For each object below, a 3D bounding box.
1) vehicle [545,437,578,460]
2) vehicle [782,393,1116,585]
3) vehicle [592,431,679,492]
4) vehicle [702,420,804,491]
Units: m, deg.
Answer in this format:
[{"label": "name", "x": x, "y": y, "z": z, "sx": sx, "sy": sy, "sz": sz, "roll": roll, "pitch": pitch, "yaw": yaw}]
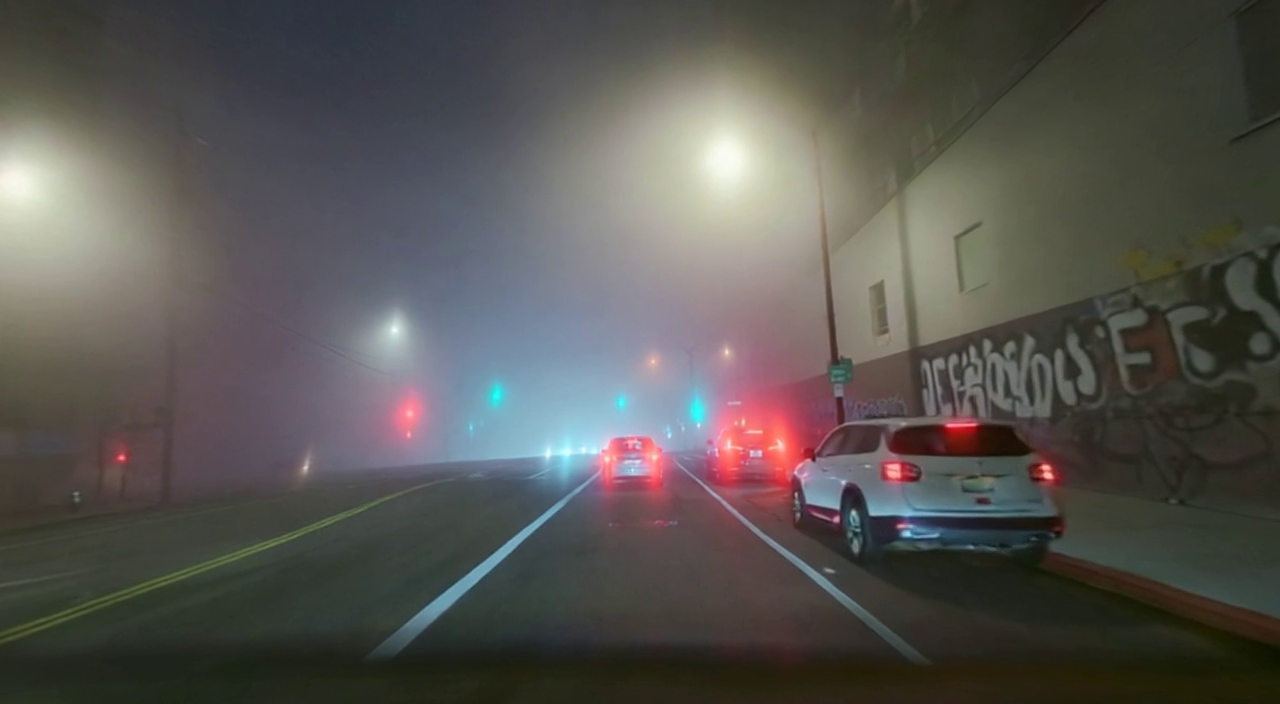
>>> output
[{"label": "vehicle", "x": -6.124, "y": 7.564, "z": 49.414, "sx": 2.059, "sy": 1.699, "sz": 4.252, "roll": 0, "pitch": -8, "yaw": 1}, {"label": "vehicle", "x": 3.287, "y": 1.558, "z": 7.925, "sx": 1.938, "sy": 1.714, "sz": 4.402, "roll": 0, "pitch": -8, "yaw": 0}, {"label": "vehicle", "x": -0.085, "y": 3.066, "z": 17.937, "sx": 2.153, "sy": 1.505, "sz": 4.452, "roll": 0, "pitch": -8, "yaw": 1}, {"label": "vehicle", "x": 3.144, "y": 3.000, "z": 18.471, "sx": 2.060, "sy": 1.783, "sz": 4.579, "roll": 0, "pitch": -8, "yaw": -1}]
